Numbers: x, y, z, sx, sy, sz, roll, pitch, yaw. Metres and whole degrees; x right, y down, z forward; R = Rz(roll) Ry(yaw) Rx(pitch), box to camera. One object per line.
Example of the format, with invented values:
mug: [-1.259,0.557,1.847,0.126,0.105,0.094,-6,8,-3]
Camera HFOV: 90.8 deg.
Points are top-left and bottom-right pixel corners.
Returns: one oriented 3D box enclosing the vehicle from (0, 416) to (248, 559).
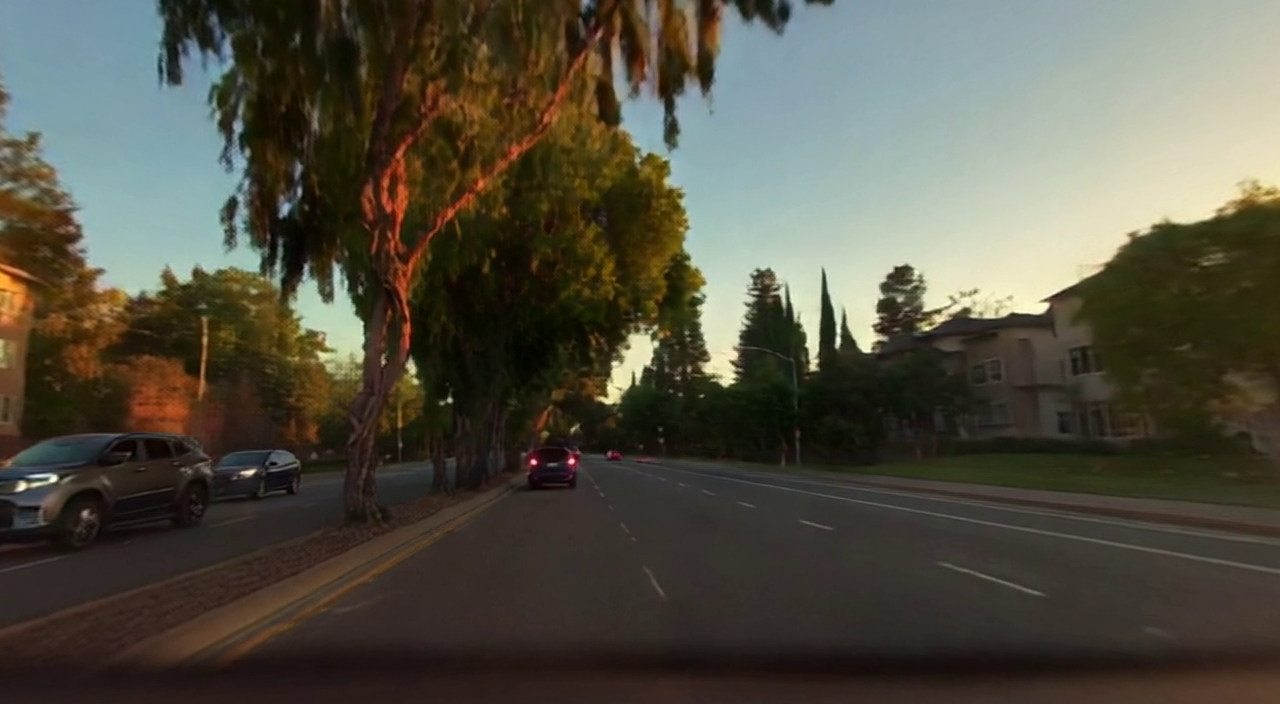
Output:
vehicle: [-9.995,2.379,11.896,2.386,2.101,4.923,1,-9,-6]

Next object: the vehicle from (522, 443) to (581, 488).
vehicle: [-3.410,4.427,25.052,2.093,1.591,4.247,1,-9,-5]
